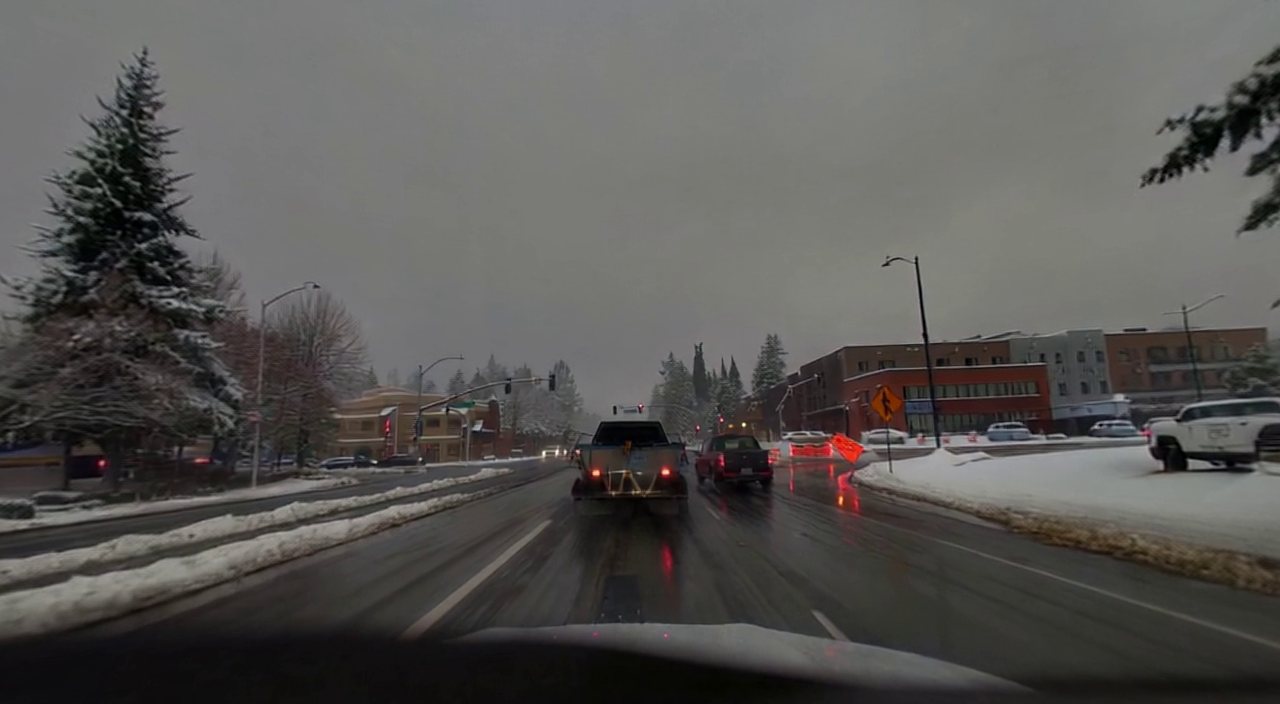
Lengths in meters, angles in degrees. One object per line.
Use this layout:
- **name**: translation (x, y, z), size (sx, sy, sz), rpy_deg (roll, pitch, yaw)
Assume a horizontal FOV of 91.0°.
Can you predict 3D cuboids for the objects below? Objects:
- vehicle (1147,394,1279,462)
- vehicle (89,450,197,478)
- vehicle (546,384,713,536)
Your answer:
- **vehicle**: translation (14.803, 1.732, 14.165), size (4.986, 1.467, 2.025), rpy_deg (-6, -10, 33)
- **vehicle**: translation (-36.080, 8.132, 45.834), size (5.755, 1.945, 2.403), rpy_deg (0, -9, -1)
- **vehicle**: translation (-0.309, 1.951, 11.827), size (2.350, 2.122, 5.801), rpy_deg (0, -9, -3)
